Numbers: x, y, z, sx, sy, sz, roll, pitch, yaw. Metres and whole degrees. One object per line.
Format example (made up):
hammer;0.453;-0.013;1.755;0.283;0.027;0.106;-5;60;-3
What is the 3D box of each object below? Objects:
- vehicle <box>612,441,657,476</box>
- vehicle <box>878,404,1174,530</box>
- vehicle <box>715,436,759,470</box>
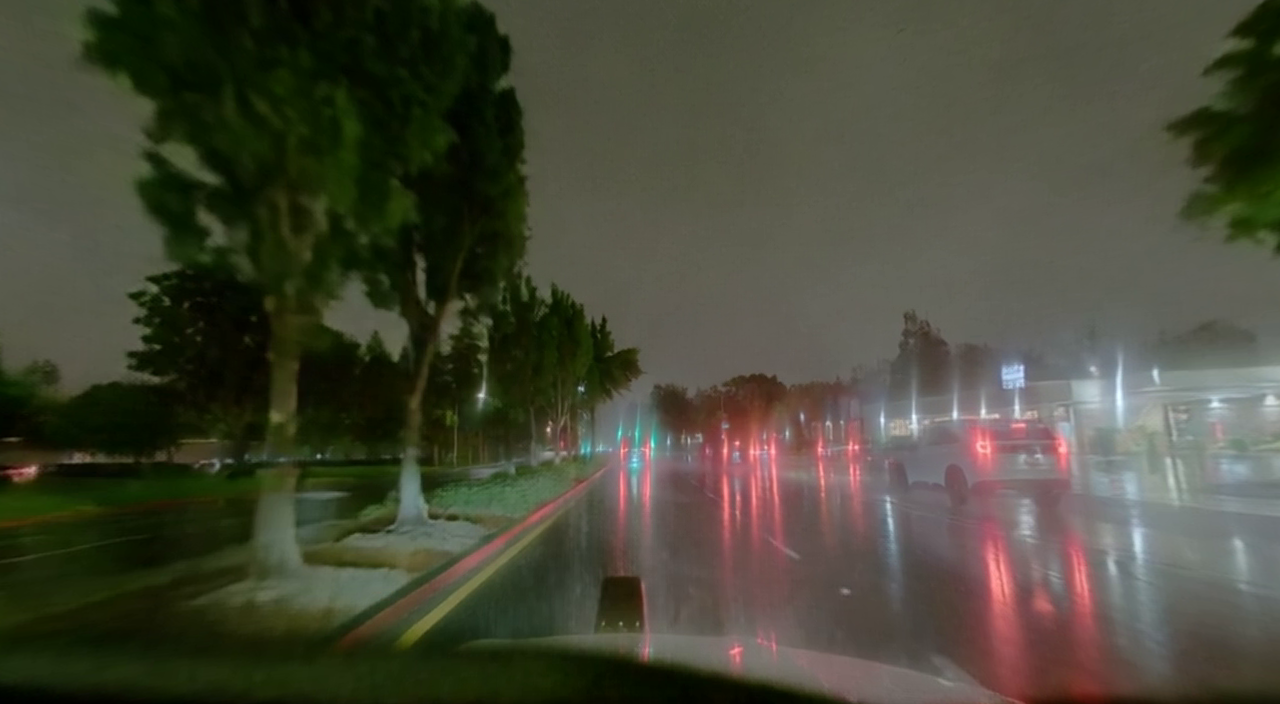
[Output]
vehicle;-0.273;5.111;30.479;2.037;1.568;3.693;0;-8;0
vehicle;7.062;2.200;12.662;2.240;1.923;5.678;0;-8;-1
vehicle;5.728;6.002;37.687;1.955;1.845;4.538;-1;-8;1
